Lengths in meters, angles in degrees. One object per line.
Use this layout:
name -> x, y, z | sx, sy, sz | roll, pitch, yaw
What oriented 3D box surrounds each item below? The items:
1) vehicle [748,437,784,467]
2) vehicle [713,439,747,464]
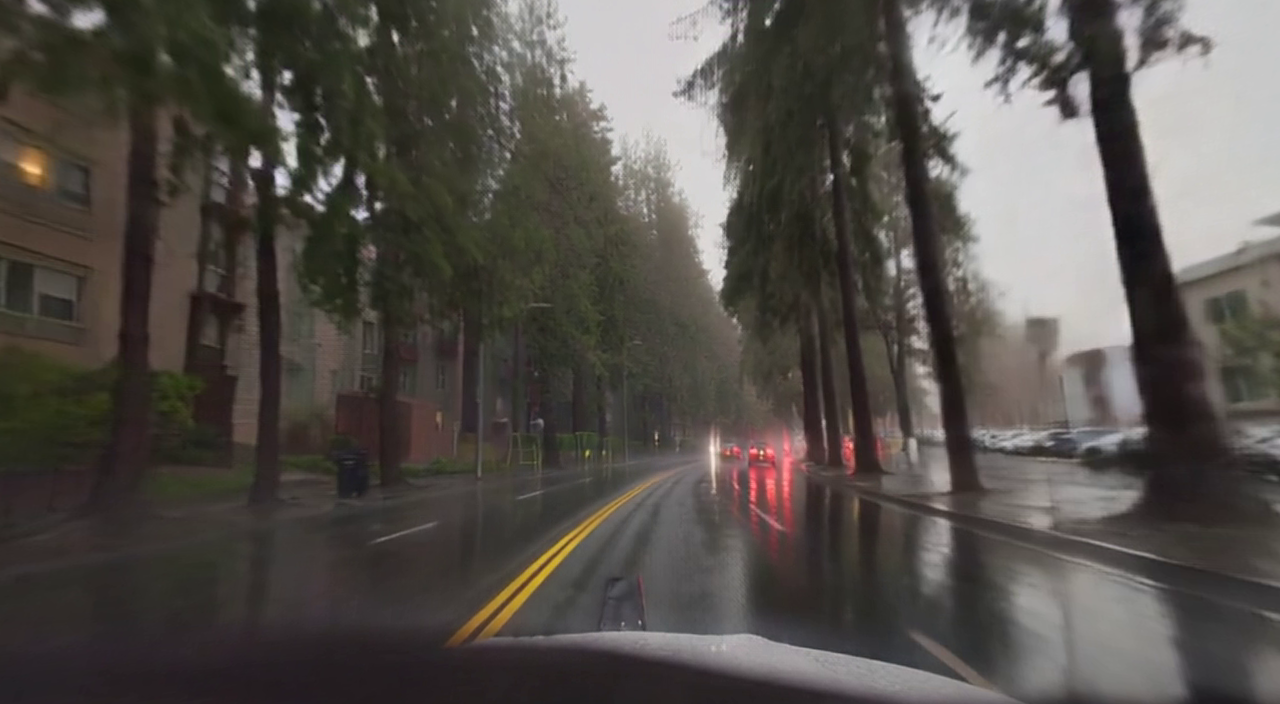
vehicle -> 7.967, 6.318, 39.759 | 2.069, 1.791, 4.422 | -2, -9, 10
vehicle -> 7.068, 7.746, 48.934 | 2.158, 1.852, 4.485 | -2, -9, 13
